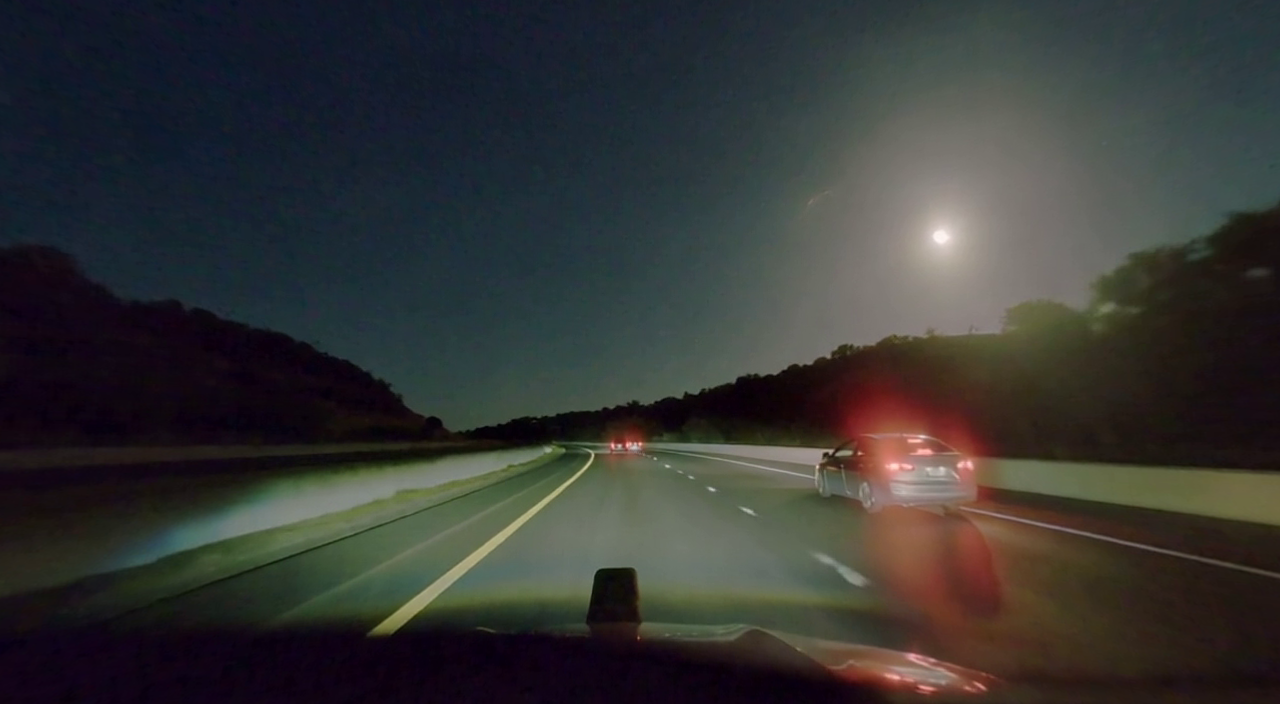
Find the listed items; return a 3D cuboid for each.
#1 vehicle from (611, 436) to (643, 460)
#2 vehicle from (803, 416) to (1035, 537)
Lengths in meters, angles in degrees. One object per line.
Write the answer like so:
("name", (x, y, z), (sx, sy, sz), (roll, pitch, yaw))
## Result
("vehicle", (-0.917, 6.393, 42.095), (1.998, 1.512, 3.735), (0, -8, -3))
("vehicle", (4.030, 1.834, 9.858), (1.852, 1.513, 3.652), (0, -8, -2))
